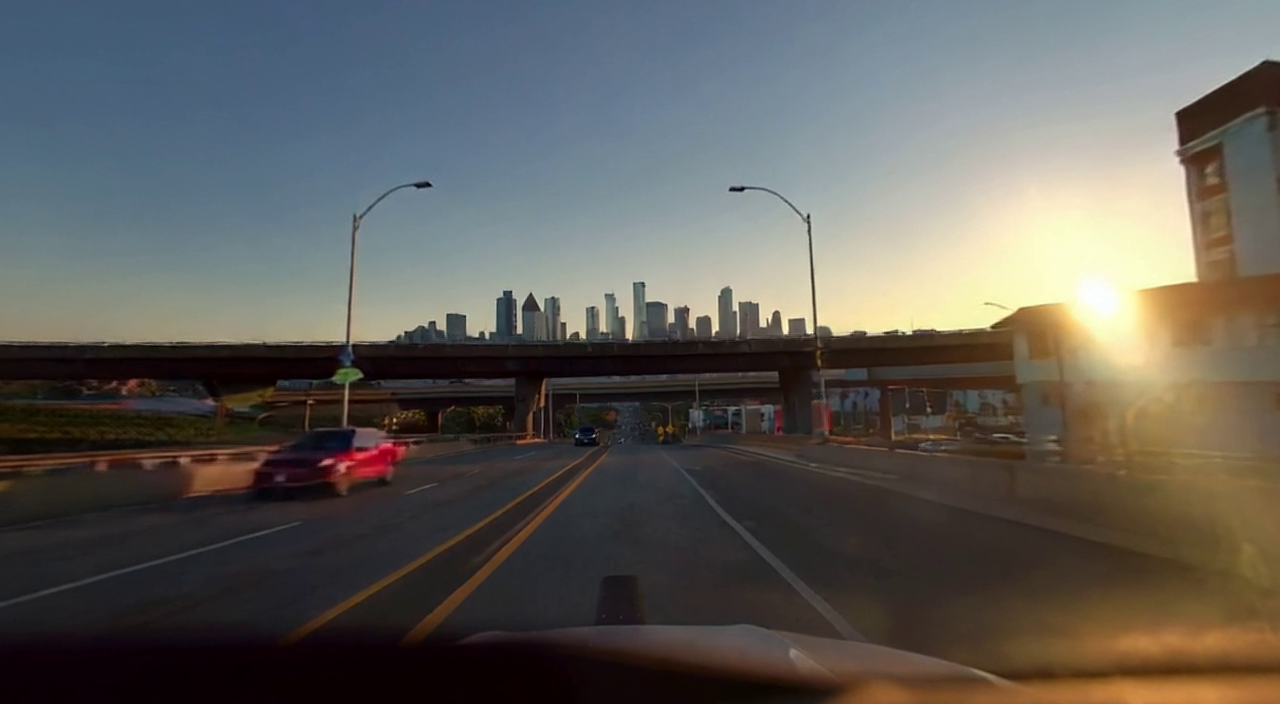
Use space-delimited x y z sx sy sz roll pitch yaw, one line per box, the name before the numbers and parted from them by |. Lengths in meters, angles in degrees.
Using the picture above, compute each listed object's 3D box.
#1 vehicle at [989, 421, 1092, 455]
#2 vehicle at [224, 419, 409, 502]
vehicle | 26.599 5.739 42.093 5.341 1.770 2.438 4 -7 0
vehicle | -7.436 2.555 15.174 2.025 1.664 4.459 0 -9 0
